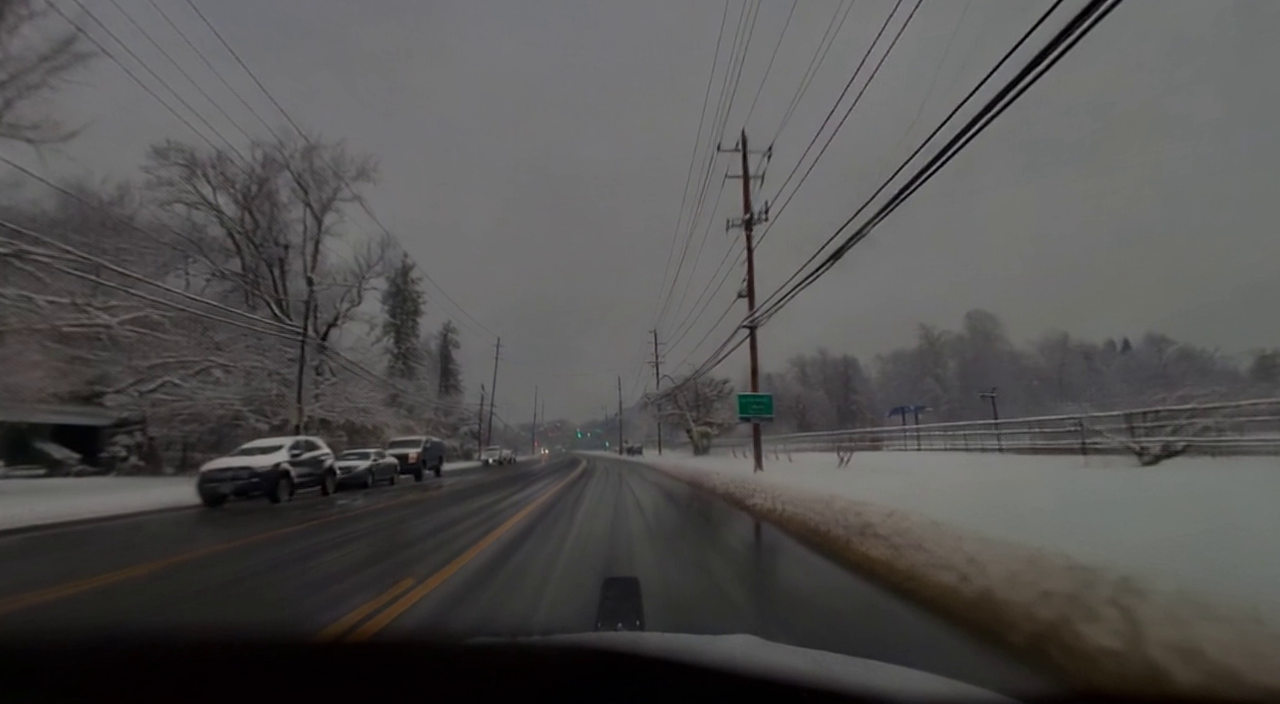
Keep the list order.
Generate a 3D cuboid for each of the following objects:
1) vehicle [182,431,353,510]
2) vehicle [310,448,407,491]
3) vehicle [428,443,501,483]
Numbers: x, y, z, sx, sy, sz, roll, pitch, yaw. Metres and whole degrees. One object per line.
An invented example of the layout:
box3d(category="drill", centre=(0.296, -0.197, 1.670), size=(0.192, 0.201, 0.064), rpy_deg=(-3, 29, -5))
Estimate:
box3d(category="vehicle", centre=(-10.211, 3.268, 17.960), size=(2.016, 1.872, 5.297), rpy_deg=(1, -9, -5))
box3d(category="vehicle", centre=(-10.576, 4.405, 24.147), size=(1.842, 1.461, 4.568), rpy_deg=(0, -9, -4))
box3d(category="vehicle", centre=(-7.145, 4.560, 26.234), size=(1.849, 1.512, 4.302), rpy_deg=(0, -9, -1))
